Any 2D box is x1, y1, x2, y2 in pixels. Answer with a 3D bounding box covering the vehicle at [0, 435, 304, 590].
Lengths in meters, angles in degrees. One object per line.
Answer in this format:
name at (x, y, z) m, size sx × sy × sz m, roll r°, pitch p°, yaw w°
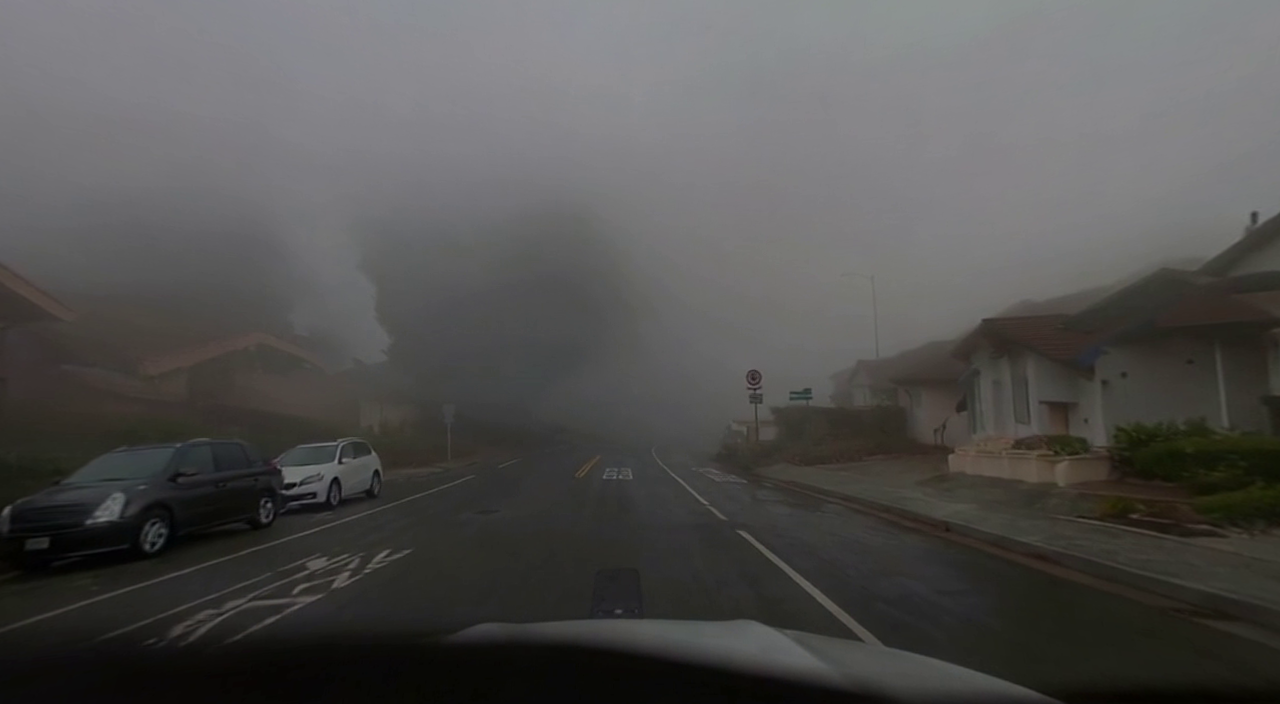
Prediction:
vehicle at (-6.425, 1.889, 8.350) m, size 1.777 × 1.554 × 3.790 m, roll 0°, pitch -8°, yaw 1°
